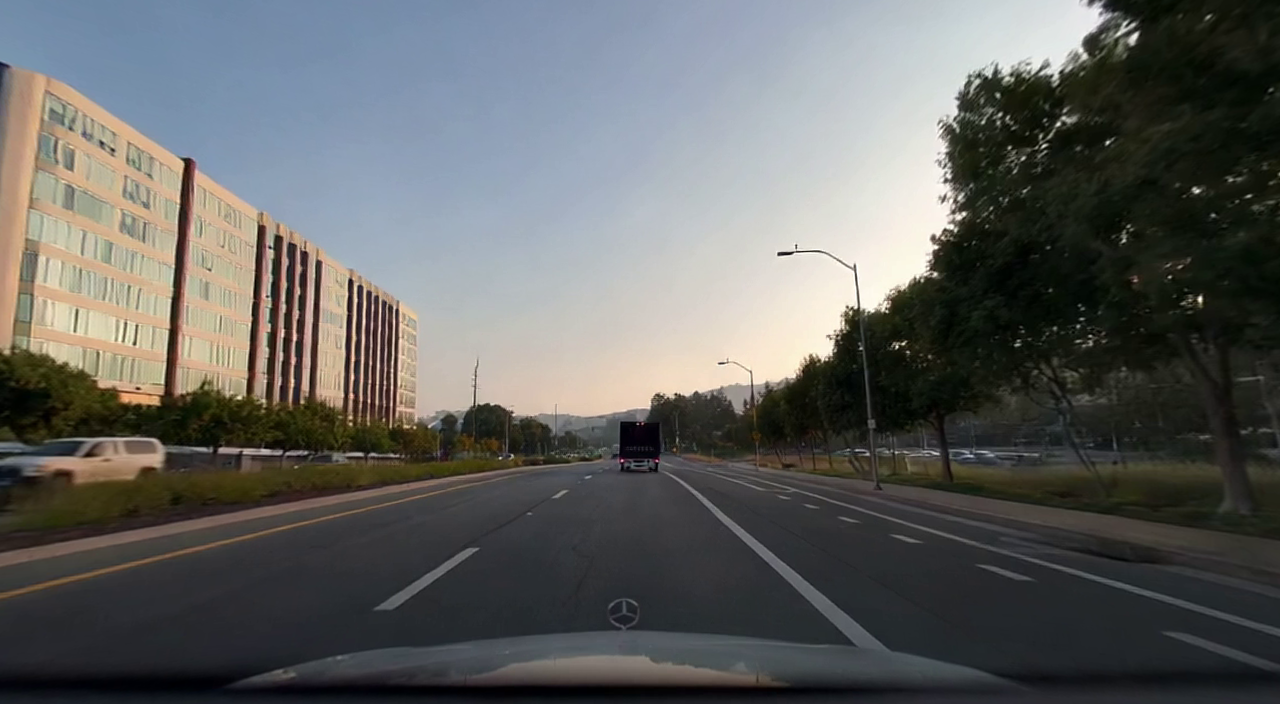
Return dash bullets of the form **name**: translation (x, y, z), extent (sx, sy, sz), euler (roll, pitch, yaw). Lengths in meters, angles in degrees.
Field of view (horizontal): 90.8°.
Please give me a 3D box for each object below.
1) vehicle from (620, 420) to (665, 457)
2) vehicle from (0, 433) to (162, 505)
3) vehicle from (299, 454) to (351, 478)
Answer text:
- **vehicle**: translation (0.052, 4.594, 33.364), extent (2.178, 1.829, 4.932), euler (0, -9, -1)
- **vehicle**: translation (-19.388, 3.836, 21.243), extent (2.182, 2.060, 5.571), euler (0, -8, 0)
- **vehicle**: translation (-23.051, 8.322, 46.386), extent (1.797, 1.585, 3.957), euler (0, -8, 0)
